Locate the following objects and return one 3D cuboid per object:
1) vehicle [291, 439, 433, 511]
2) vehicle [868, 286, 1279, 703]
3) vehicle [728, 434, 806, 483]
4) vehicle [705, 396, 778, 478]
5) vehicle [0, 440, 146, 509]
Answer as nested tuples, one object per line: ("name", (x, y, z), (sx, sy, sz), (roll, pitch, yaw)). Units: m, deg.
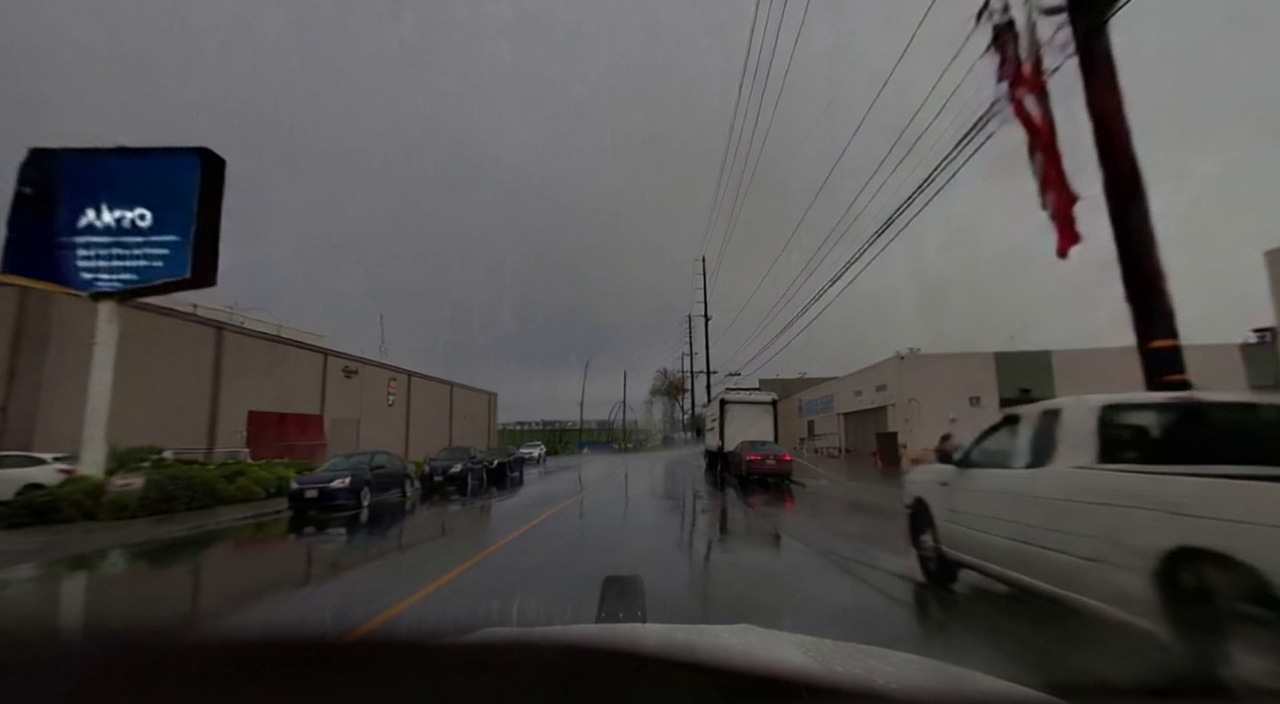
("vehicle", (-7.409, 3.267, 17.397), (1.936, 1.632, 4.145), (-3, -8, 2))
("vehicle", (3.963, 1.035, 4.705), (2.400, 1.985, 6.155), (0, -9, 2))
("vehicle", (4.923, 4.220, 25.316), (2.141, 1.739, 5.130), (0, -9, 1))
("vehicle", (5.099, 4.582, 33.615), (2.933, 3.697, 10.065), (-1, -9, 4))
("vehicle", (-15.381, 3.002, 15.623), (1.935, 1.550, 4.951), (-3, -9, 7))
